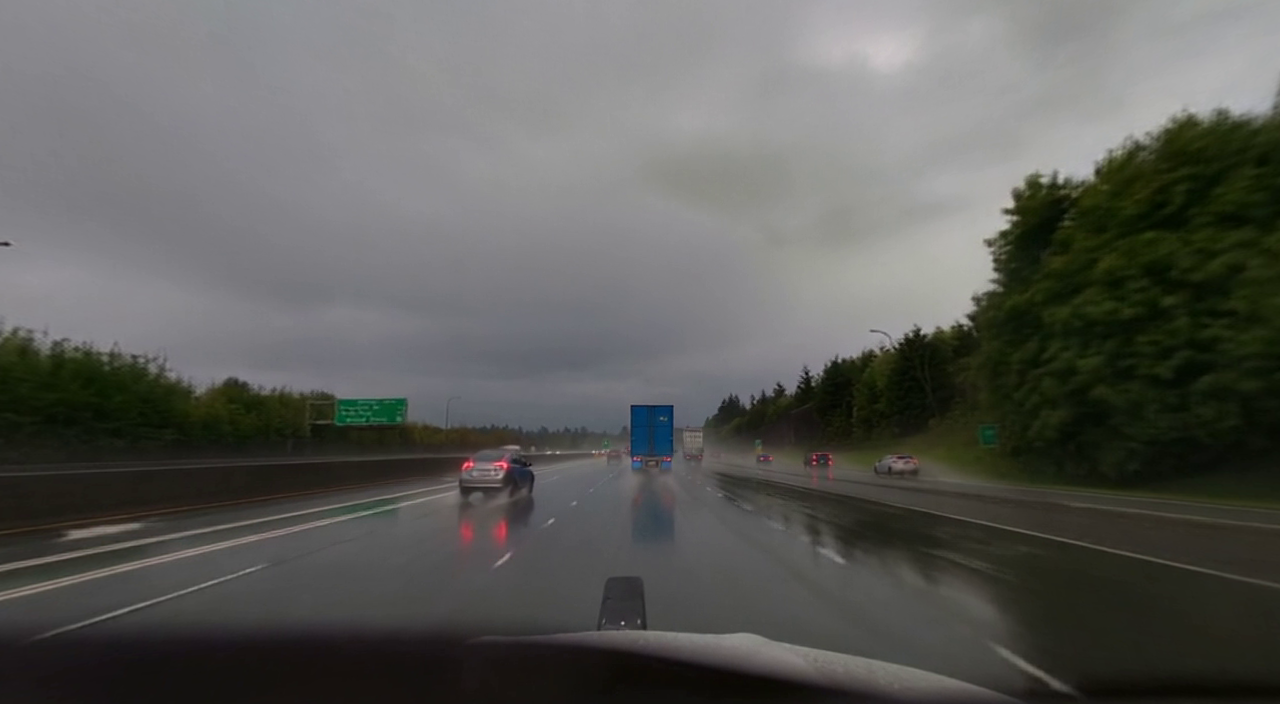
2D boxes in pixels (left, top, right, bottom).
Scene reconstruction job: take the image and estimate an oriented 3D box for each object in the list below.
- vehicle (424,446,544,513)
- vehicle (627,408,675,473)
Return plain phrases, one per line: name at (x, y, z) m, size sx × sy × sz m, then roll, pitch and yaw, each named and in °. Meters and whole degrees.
vehicle at (-3.820, 3.182, 16.319) m, size 1.931 × 1.466 × 4.458 m, roll 0°, pitch -9°, yaw 1°
vehicle at (0.722, 6.313, 44.736) m, size 3.022 × 4.072 × 10.318 m, roll 0°, pitch -9°, yaw 0°
